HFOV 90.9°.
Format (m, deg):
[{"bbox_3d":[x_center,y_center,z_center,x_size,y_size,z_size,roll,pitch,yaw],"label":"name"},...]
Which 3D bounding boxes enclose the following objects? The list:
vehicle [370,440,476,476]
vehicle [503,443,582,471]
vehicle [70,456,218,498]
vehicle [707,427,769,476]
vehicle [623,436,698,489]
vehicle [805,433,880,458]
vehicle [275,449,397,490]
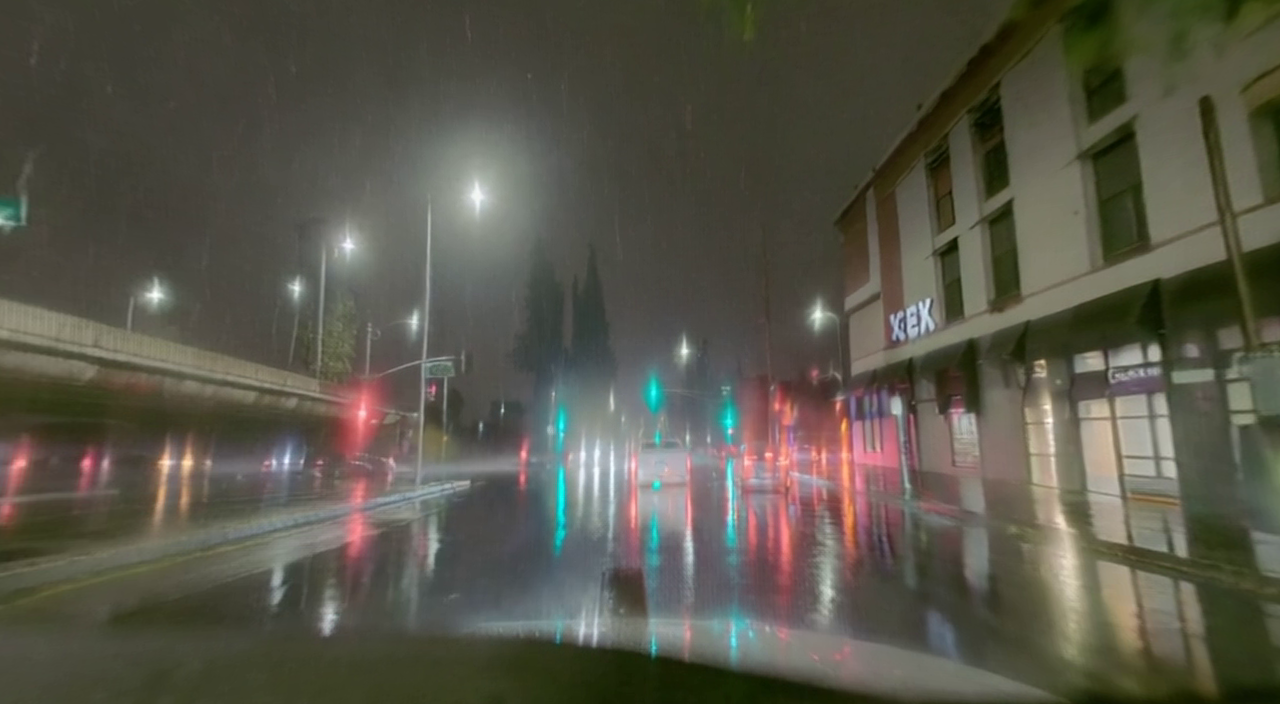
[{"bbox_3d":[-12.547,6.148,36.931,2.322,1.916,5.640,-5,-10,31],"label":"vehicle"},{"bbox_3d":[-5.691,6.140,37.154,4.302,1.543,1.860,7,-11,-42],"label":"vehicle"},{"bbox_3d":[-20.111,5.037,25.769,1.873,1.462,4.283,-5,-10,31],"label":"vehicle"},{"bbox_3d":[4.296,4.460,28.358,2.080,1.999,4.379,0,-8,1],"label":"vehicle"},{"bbox_3d":[0.580,3.433,19.905,2.101,1.467,4.210,0,-8,0],"label":"vehicle"},{"bbox_3d":[14.526,6.701,45.378,4.698,1.736,1.945,1,-8,-7],"label":"vehicle"},{"bbox_3d":[-13.484,5.178,28.263,1.832,1.611,4.546,-6,-10,34],"label":"vehicle"}]
